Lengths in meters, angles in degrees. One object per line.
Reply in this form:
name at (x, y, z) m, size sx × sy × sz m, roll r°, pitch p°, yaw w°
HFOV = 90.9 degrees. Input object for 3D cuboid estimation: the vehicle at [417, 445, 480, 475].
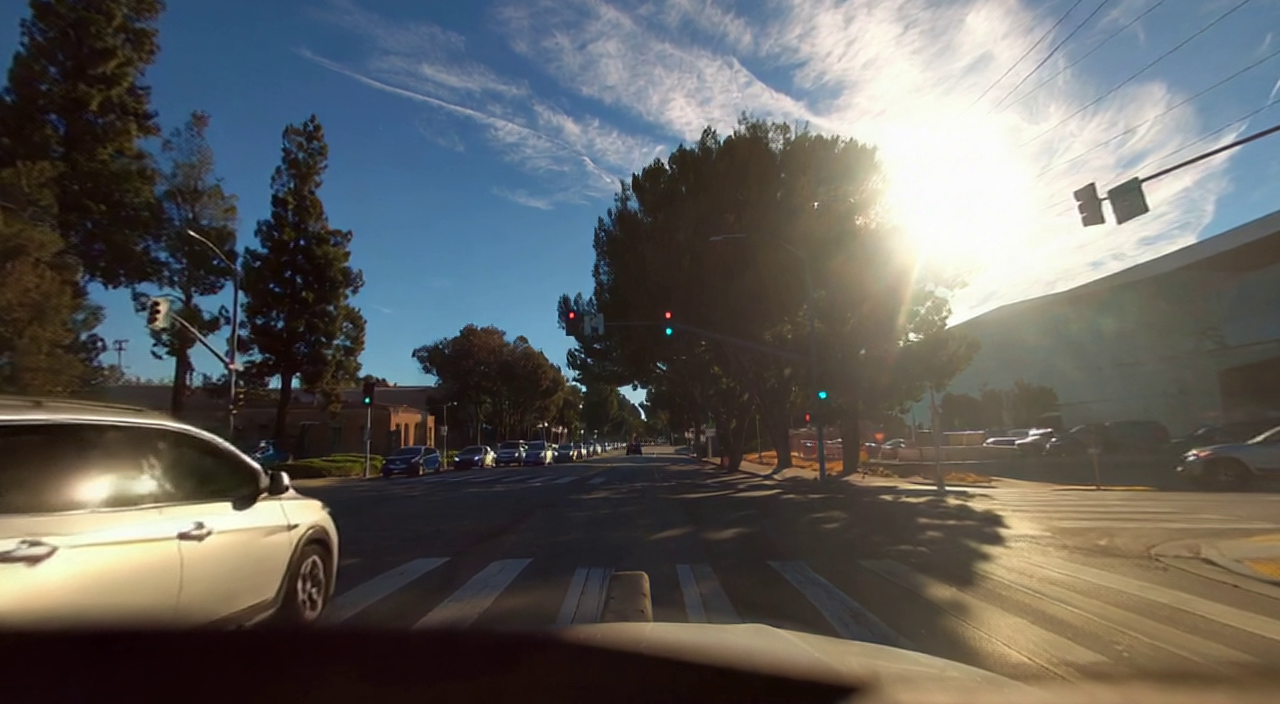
vehicle at (-10.638, 6.009, 35.399) m, size 2.041 × 1.548 × 4.868 m, roll 0°, pitch -8°, yaw 0°

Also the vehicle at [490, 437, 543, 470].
vehicle at (-7.177, 5.949, 37.182) m, size 2.081 × 1.818 × 4.782 m, roll 0°, pitch -8°, yaw 1°

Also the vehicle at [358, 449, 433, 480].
vehicle at (-13.063, 6.013, 34.079) m, size 2.011 × 1.480 × 4.747 m, roll 0°, pitch -8°, yaw 2°

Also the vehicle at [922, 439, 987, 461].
vehicle at (21.482, 6.691, 43.067) m, size 3.576 × 1.425 × 1.702 m, roll 2°, pitch -8°, yaw -11°

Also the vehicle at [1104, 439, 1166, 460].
vehicle at (38.477, 7.594, 49.172) m, size 1.837 × 1.514 × 4.786 m, roll -2°, pitch -8°, yaw 13°

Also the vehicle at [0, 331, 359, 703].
vehicle at (-3.691, 1.030, 3.974) m, size 2.000 × 1.789 × 4.638 m, roll 1°, pitch -8°, yaw -5°
